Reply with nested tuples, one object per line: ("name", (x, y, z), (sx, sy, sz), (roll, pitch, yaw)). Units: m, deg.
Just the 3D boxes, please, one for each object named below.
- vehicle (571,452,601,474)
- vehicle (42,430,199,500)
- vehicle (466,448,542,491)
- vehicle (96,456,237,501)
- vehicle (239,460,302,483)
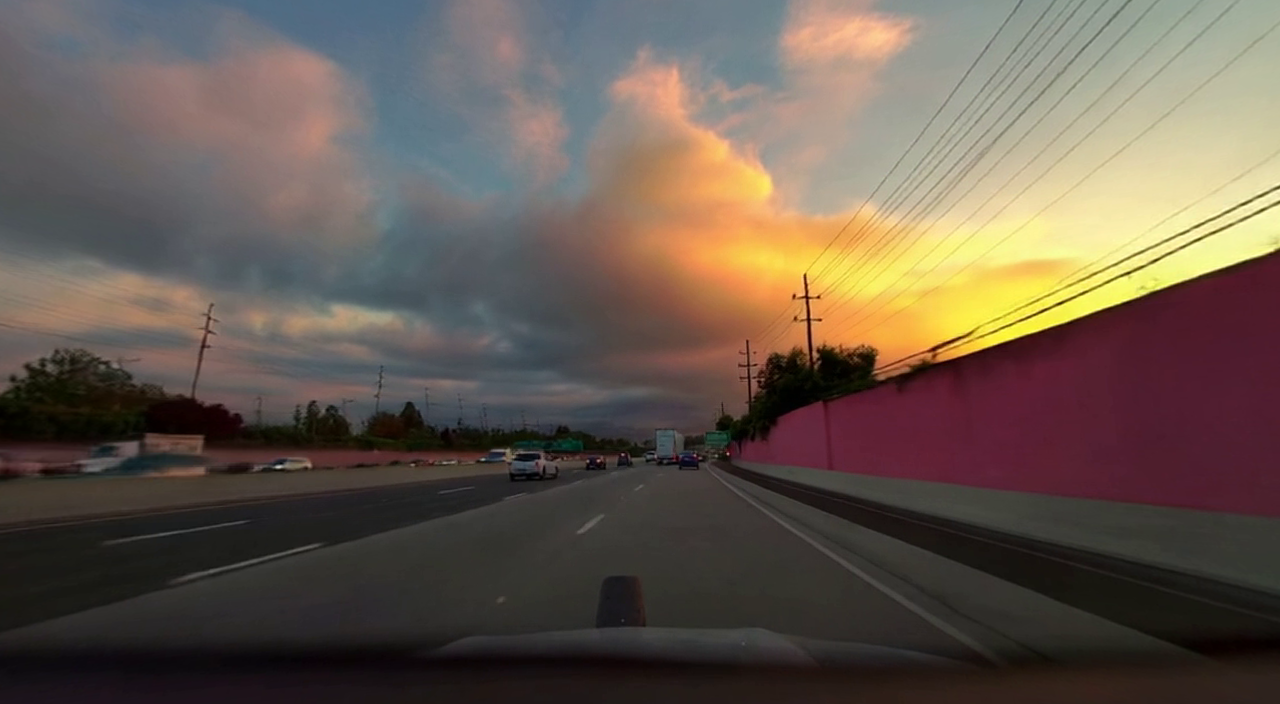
("vehicle", (-3.908, 8.048, 45.740), (1.708, 1.489, 2.840), (-1, -9, 5))
("vehicle", (-25.388, 5.546, 31.219), (2.499, 3.087, 5.698), (-1, -9, 5))
("vehicle", (-5.336, 4.652, 25.208), (1.966, 1.565, 3.766), (-1, -9, 4))
("vehicle", (-21.599, 5.754, 29.135), (2.076, 1.824, 5.373), (-1, -9, 5))
("vehicle", (-27.945, 9.023, 47.829), (1.963, 1.593, 4.163), (-1, -9, 5))
